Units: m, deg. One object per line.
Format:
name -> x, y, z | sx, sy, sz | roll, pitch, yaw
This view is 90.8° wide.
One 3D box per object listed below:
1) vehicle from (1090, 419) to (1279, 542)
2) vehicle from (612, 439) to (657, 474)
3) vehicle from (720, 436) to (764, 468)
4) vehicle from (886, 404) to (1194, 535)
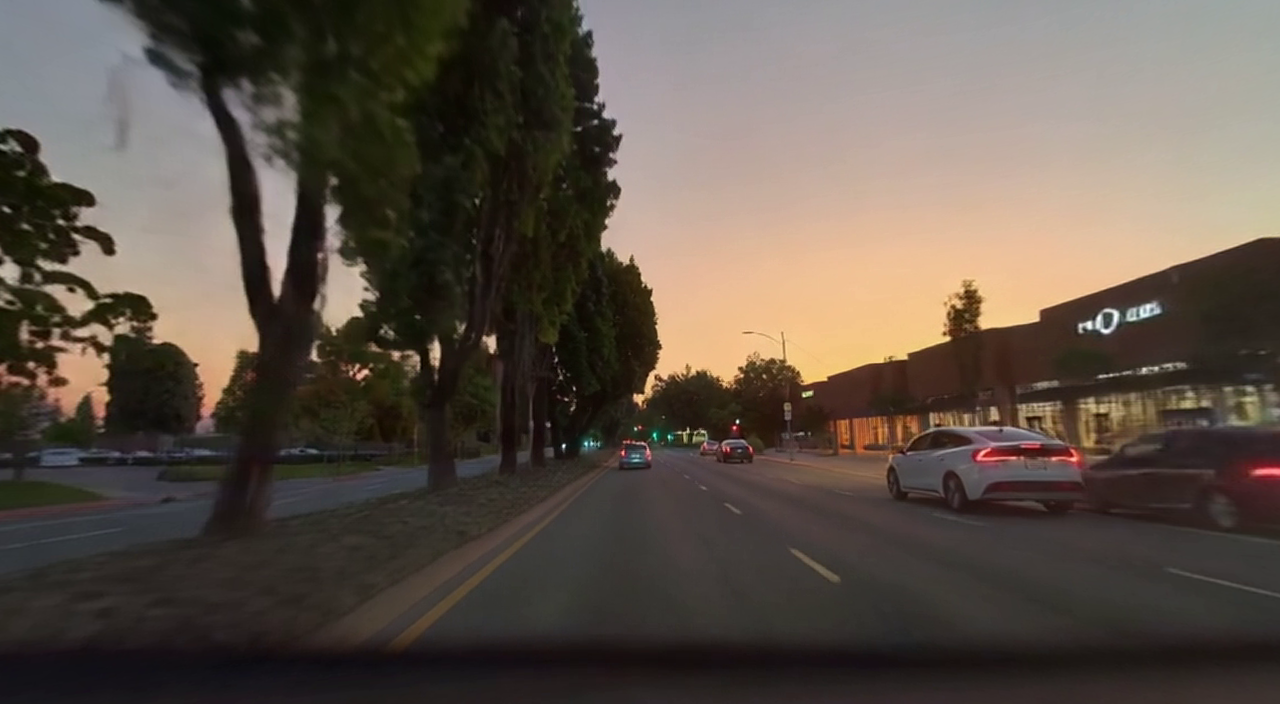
vehicle -> 10.315, 2.042, 10.353 | 1.988, 1.783, 5.324 | 0, -9, 1
vehicle -> -0.266, 4.993, 30.507 | 2.037, 1.568, 3.693 | 0, -8, 0
vehicle -> 6.216, 6.123, 38.945 | 1.955, 1.845, 4.538 | 0, -8, 0
vehicle -> 7.073, 2.172, 12.304 | 2.240, 1.923, 5.678 | 0, -8, -1
